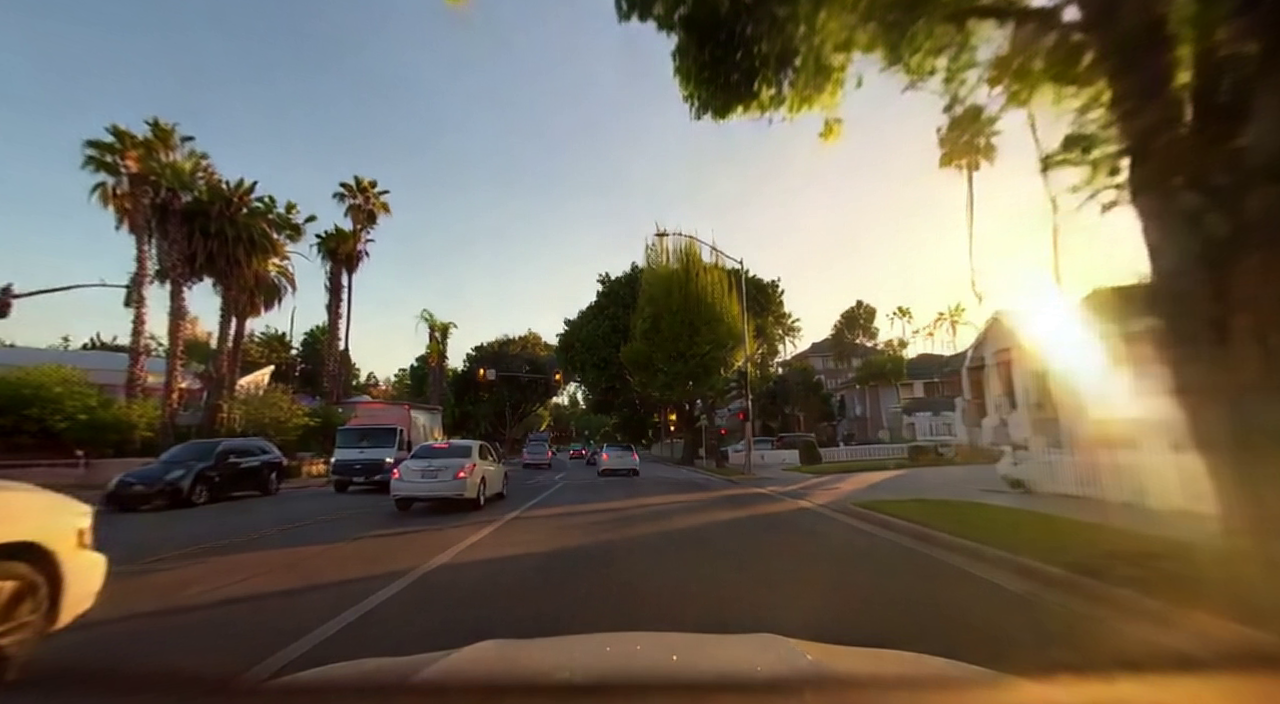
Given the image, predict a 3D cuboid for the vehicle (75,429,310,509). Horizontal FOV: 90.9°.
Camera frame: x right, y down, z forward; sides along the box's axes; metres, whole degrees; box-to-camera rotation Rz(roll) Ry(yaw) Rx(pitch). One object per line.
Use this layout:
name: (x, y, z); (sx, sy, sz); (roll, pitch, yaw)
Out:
vehicle: (-10.879, 2.871, 16.027); (2.364, 1.648, 5.116); (0, -8, -2)

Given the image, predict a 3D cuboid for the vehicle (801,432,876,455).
vehicle: (13.933, 6.421, 44.353); (4.615, 1.555, 2.021); (2, -9, -16)

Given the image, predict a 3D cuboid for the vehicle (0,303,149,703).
vehicle: (-3.988, 0.500, 1.132); (2.144, 1.877, 4.899); (-1, -8, 2)

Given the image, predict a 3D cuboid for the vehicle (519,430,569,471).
vehicle: (-4.797, 4.987, 32.093); (2.032, 1.852, 4.571); (-1, -8, -3)

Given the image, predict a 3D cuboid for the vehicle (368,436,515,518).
vehicle: (-3.961, 2.544, 13.398); (1.709, 1.425, 4.337); (-1, -8, 0)

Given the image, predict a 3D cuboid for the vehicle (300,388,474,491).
vehicle: (-7.608, 2.812, 20.140); (2.821, 2.701, 6.721); (0, -8, -1)

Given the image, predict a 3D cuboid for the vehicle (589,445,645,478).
vehicle: (-1.003, 4.461, 26.034); (2.131, 1.222, 3.868); (0, -8, -4)

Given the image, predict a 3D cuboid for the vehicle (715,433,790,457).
vehicle: (8.099, 6.696, 45.444); (4.742, 1.690, 2.218); (3, -9, -19)
